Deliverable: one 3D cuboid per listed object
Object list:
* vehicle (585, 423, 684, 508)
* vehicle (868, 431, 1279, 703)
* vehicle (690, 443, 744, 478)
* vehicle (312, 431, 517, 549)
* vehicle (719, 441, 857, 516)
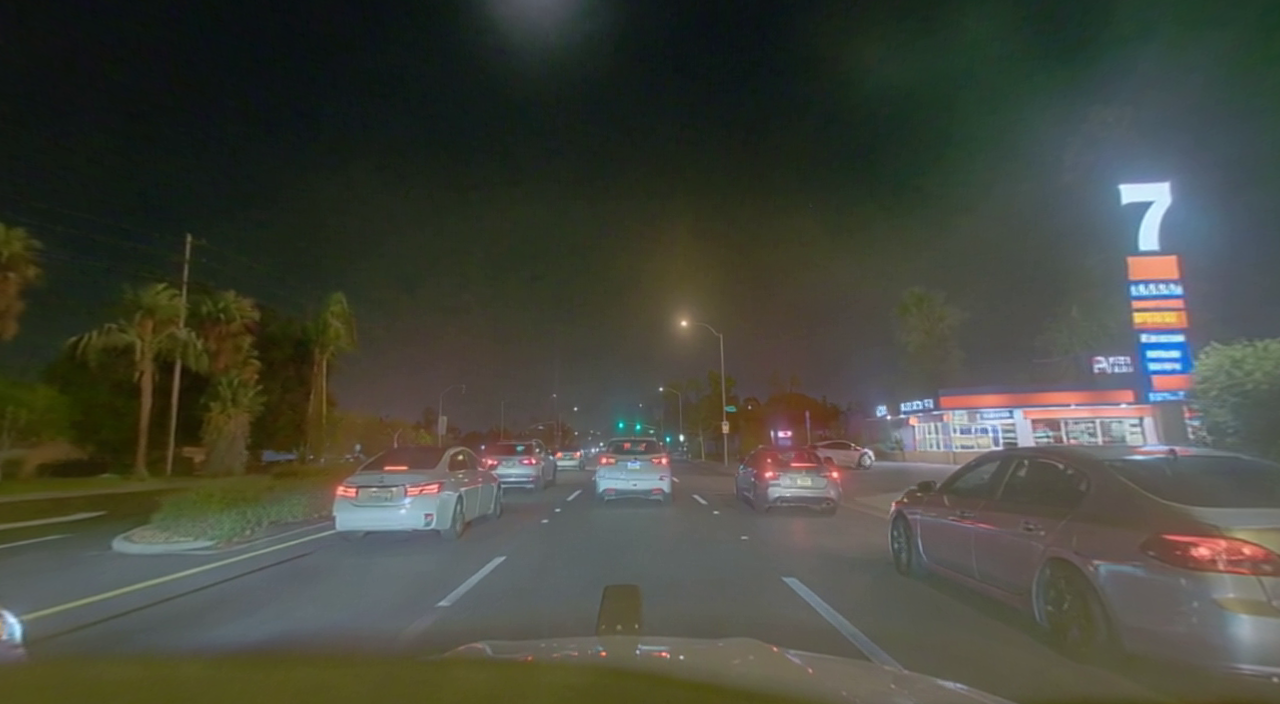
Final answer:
[{"bbox_3d":[-0.134,2.824,16.082,2.164,1.867,4.254,0,-8,0],"label":"vehicle"},{"bbox_3d":[3.593,1.402,4.976,1.867,1.448,4.436,0,-8,-1],"label":"vehicle"},{"bbox_3d":[3.403,4.865,28.574,1.880,1.476,3.932,0,-8,-1],"label":"vehicle"},{"bbox_3d":[-3.334,2.103,10.300,1.864,1.505,4.202,0,-8,-1],"label":"vehicle"},{"bbox_3d":[3.235,2.861,14.854,1.977,1.480,4.589,0,-8,-2],"label":"vehicle"}]
